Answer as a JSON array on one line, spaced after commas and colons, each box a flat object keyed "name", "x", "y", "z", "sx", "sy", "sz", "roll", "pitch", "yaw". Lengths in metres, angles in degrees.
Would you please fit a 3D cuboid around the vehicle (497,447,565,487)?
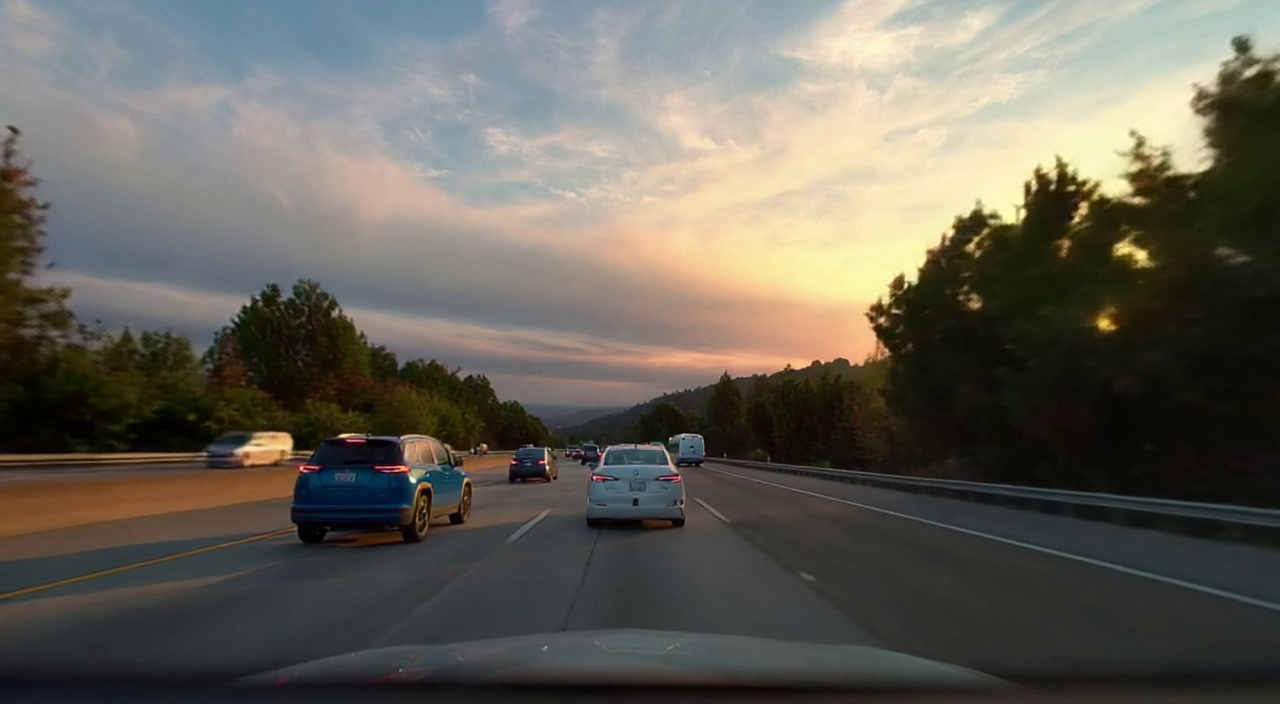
[{"name": "vehicle", "x": -4.369, "y": 4.675, "z": 25.902, "sx": 2.122, "sy": 1.491, "sz": 3.800, "roll": 0, "pitch": -9, "yaw": 0}]

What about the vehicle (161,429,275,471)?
[{"name": "vehicle", "x": -16.452, "y": 3.858, "z": 24.828, "sx": 1.860, "sy": 1.508, "sz": 3.854, "roll": 0, "pitch": -9, "yaw": -2}]

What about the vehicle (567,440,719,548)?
[{"name": "vehicle", "x": -0.024, "y": 2.317, "z": 10.955, "sx": 2.120, "sy": 1.478, "sz": 4.179, "roll": 0, "pitch": -9, "yaw": -2}]

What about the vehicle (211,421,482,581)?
[{"name": "vehicle", "x": -3.683, "y": 1.927, "z": 8.916, "sx": 1.830, "sy": 1.703, "sz": 4.142, "roll": 0, "pitch": -9, "yaw": 0}]
